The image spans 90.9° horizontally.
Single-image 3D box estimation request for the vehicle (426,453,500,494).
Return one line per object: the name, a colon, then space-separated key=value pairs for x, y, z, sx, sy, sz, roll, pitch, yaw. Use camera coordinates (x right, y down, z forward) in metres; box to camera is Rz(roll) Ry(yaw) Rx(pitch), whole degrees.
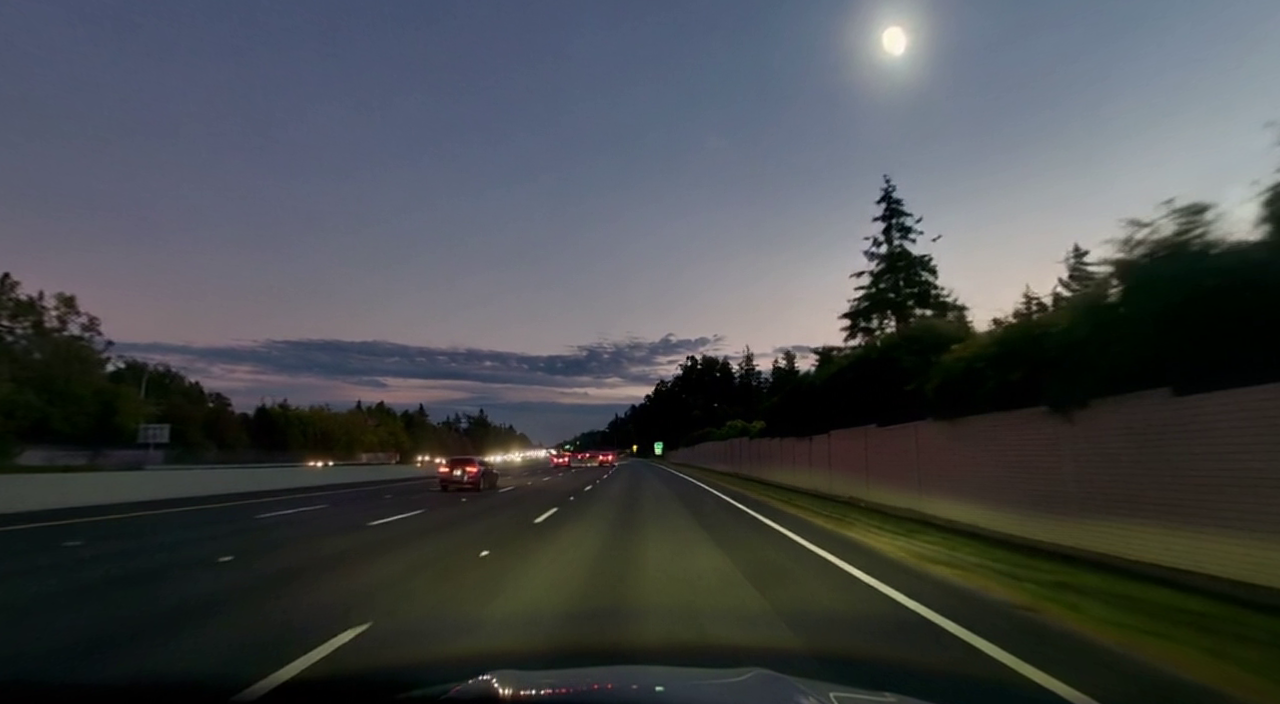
vehicle: x=-6.896 y=4.749 z=24.884 sx=1.782 sy=1.441 sz=3.751 roll=0 pitch=-9 yaw=1
